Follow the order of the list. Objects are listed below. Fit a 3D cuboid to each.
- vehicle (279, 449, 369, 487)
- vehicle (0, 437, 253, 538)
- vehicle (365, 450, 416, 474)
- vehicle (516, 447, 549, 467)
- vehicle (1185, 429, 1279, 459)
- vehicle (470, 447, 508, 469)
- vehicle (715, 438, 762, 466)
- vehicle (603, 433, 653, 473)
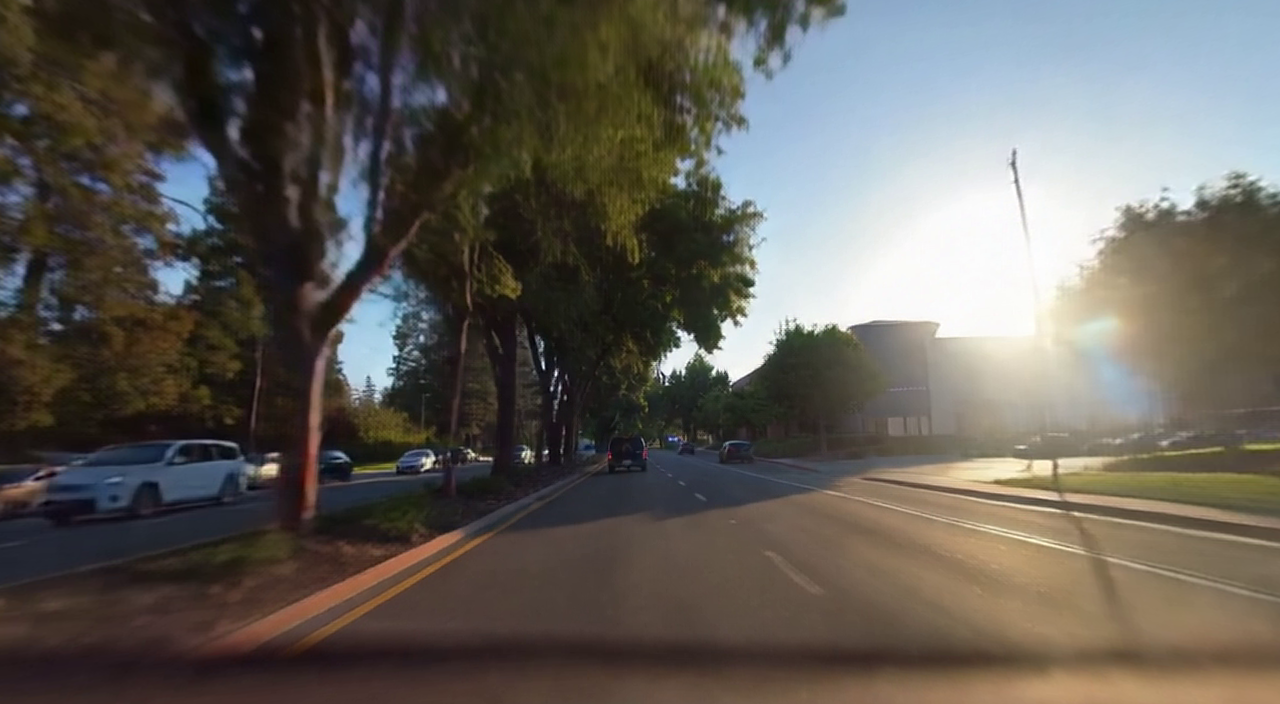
[{"bbox_3d":[-14.800,5.418,29.923,1.950,1.655,4.395,0,-9,0],"label":"vehicle"},{"bbox_3d":[-11.538,2.947,14.676,2.082,1.824,4.840,-2,-7,-1],"label":"vehicle"},{"bbox_3d":[-18.710,8.247,47.580,1.980,1.712,4.535,0,-9,1],"label":"vehicle"},{"bbox_3d":[-8.285,8.120,49.102,1.964,1.478,4.368,0,-9,-2],"label":"vehicle"},{"bbox_3d":[31.542,4.794,33.005,1.743,1.445,4.495,1,-9,-9],"label":"vehicle"},{"bbox_3d":[-11.526,8.089,48.518,1.904,1.622,4.225,0,-9,0],"label":"vehicle"},{"bbox_3d":[6.764,6.954,44.047,2.364,1.781,4.854,0,-9,-2],"label":"vehicle"},{"bbox_3d":[-0.586,5.253,33.086,2.411,1.937,5.186,0,-9,-1],"label":"vehicle"}]
